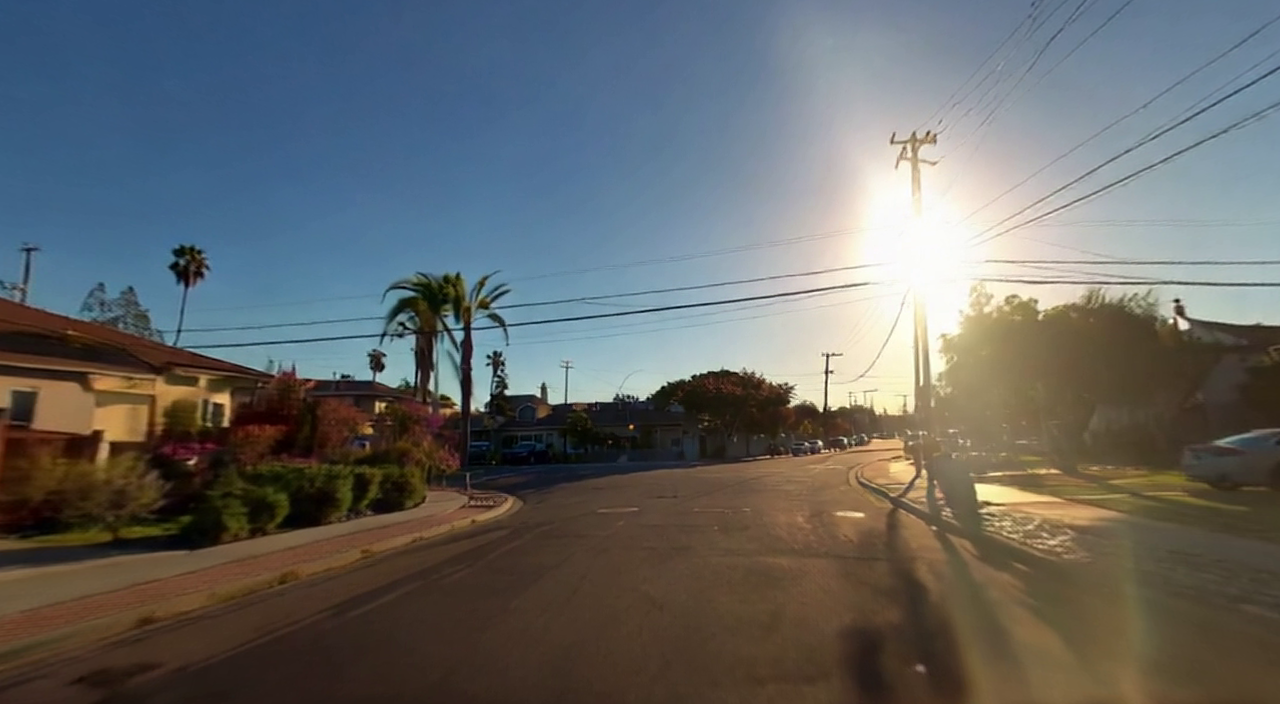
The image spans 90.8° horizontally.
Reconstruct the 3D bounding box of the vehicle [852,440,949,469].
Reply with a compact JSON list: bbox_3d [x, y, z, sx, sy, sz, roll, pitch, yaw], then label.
[{"bbox_3d":[13.596,5.399,33.203,4.531,1.447,1.814,-3,-10,19],"label":"vehicle"}]

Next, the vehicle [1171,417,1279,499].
[{"bbox_3d":[13.847,2.079,12.514,4.641,1.498,2.001,-1,-9,6],"label":"vehicle"}]

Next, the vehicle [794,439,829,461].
[{"bbox_3d":[13.425,7.658,49.249,1.955,1.632,3.688,-4,-10,25],"label":"vehicle"}]
